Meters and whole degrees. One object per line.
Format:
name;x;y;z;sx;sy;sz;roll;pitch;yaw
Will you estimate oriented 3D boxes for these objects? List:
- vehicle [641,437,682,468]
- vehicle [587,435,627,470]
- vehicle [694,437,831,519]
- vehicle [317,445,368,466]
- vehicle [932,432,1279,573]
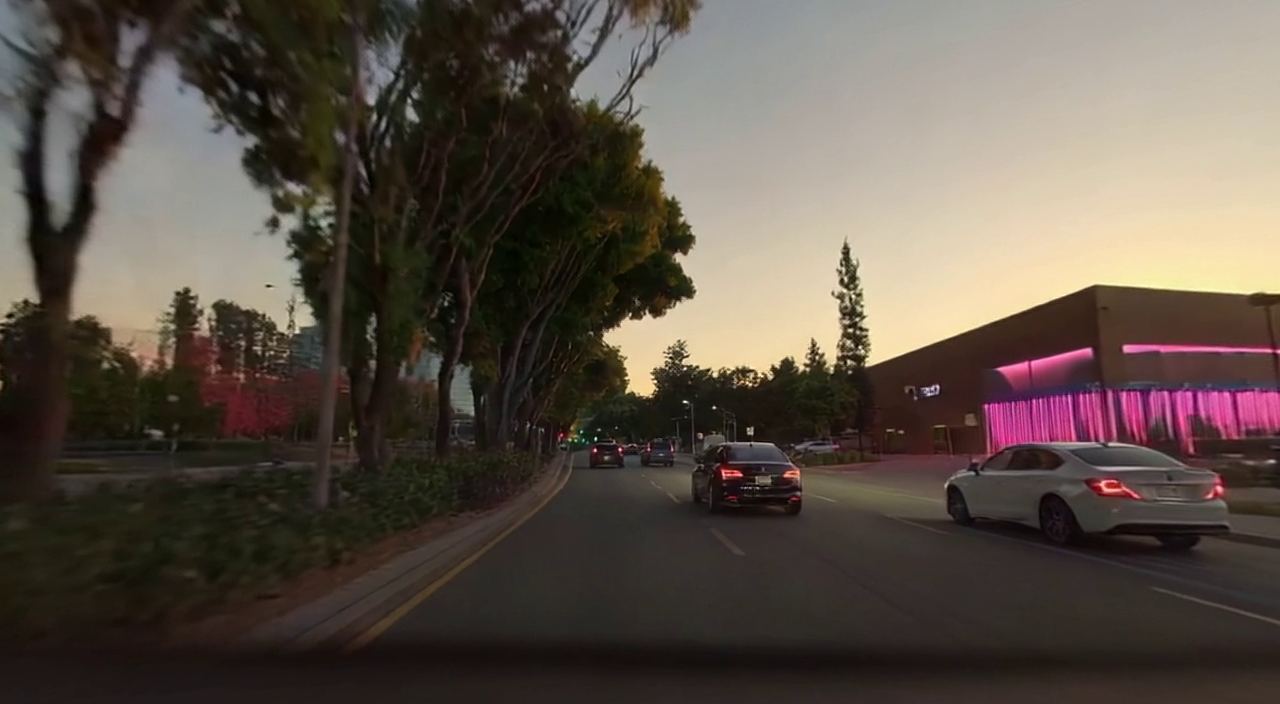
vehicle;1.225;6.112;38.362;2.000;1.745;4.206;1;-8;-5
vehicle;-1.836;5.504;34.639;2.051;1.798;4.168;0;-8;-4
vehicle;2.383;2.577;13.434;1.883;1.452;4.258;0;-8;-3
vehicle;-21.867;7.618;46.439;1.880;1.480;4.427;0;-8;-4
vehicle;6.166;1.906;8.842;1.917;1.457;4.274;0;-8;-2
